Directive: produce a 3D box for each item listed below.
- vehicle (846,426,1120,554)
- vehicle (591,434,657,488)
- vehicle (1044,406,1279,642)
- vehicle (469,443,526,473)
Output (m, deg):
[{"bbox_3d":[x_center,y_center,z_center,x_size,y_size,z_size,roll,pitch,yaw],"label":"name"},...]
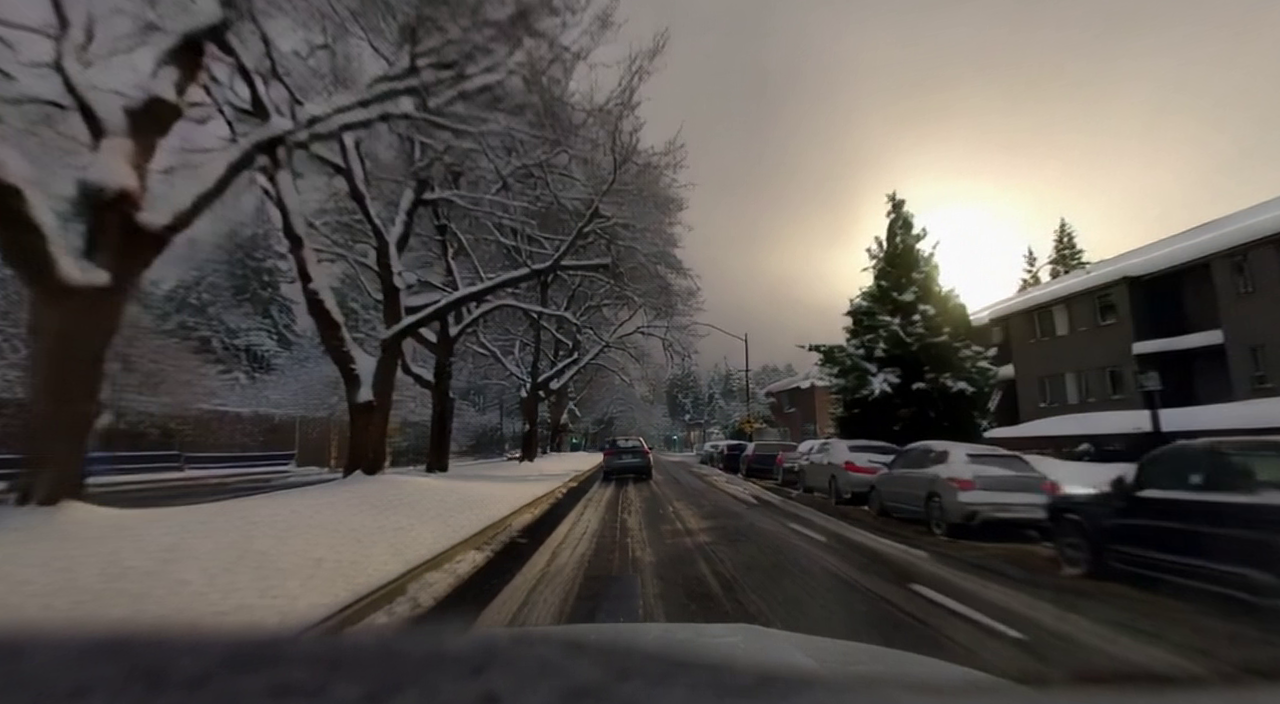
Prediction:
[{"bbox_3d":[5.392,2.205,10.867,2.018,1.708,4.541,0,-9,-2],"label":"vehicle"},{"bbox_3d":[-0.544,3.735,21.966,2.070,1.698,3.925,0,-9,-1],"label":"vehicle"},{"bbox_3d":[5.776,1.319,4.931,1.930,1.752,5.039,0,-9,1],"label":"vehicle"},{"bbox_3d":[-7.591,5.667,34.082,2.105,1.474,4.808,0,-8,-2],"label":"vehicle"}]
